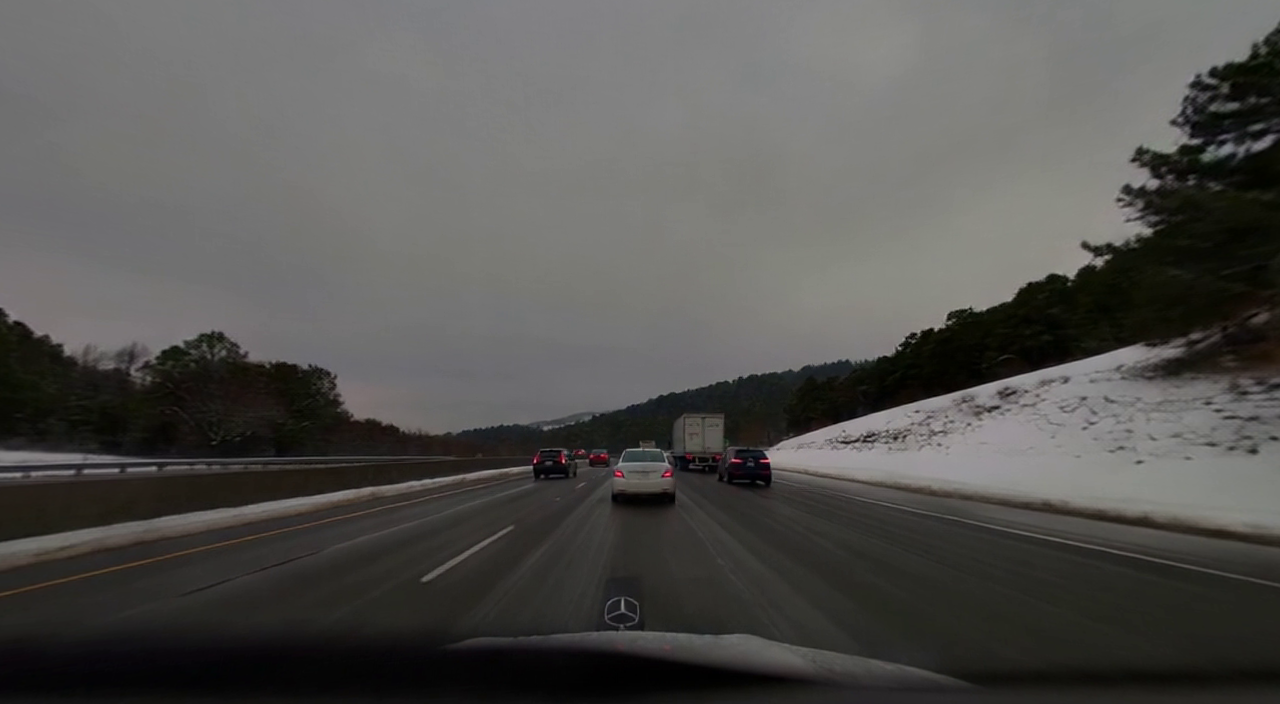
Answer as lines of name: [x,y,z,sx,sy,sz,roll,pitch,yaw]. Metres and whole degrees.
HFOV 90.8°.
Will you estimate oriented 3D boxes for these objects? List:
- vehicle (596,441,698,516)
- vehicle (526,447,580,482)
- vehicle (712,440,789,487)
vehicle: [0.147,2.850,14.559,2.041,1.484,3.535,0,-9,0]
vehicle: [-3.879,5.091,28.778,1.848,1.486,3.832,-1,-9,2]
vehicle: [4.059,4.200,23.977,2.029,1.579,4.484,0,-9,-1]
